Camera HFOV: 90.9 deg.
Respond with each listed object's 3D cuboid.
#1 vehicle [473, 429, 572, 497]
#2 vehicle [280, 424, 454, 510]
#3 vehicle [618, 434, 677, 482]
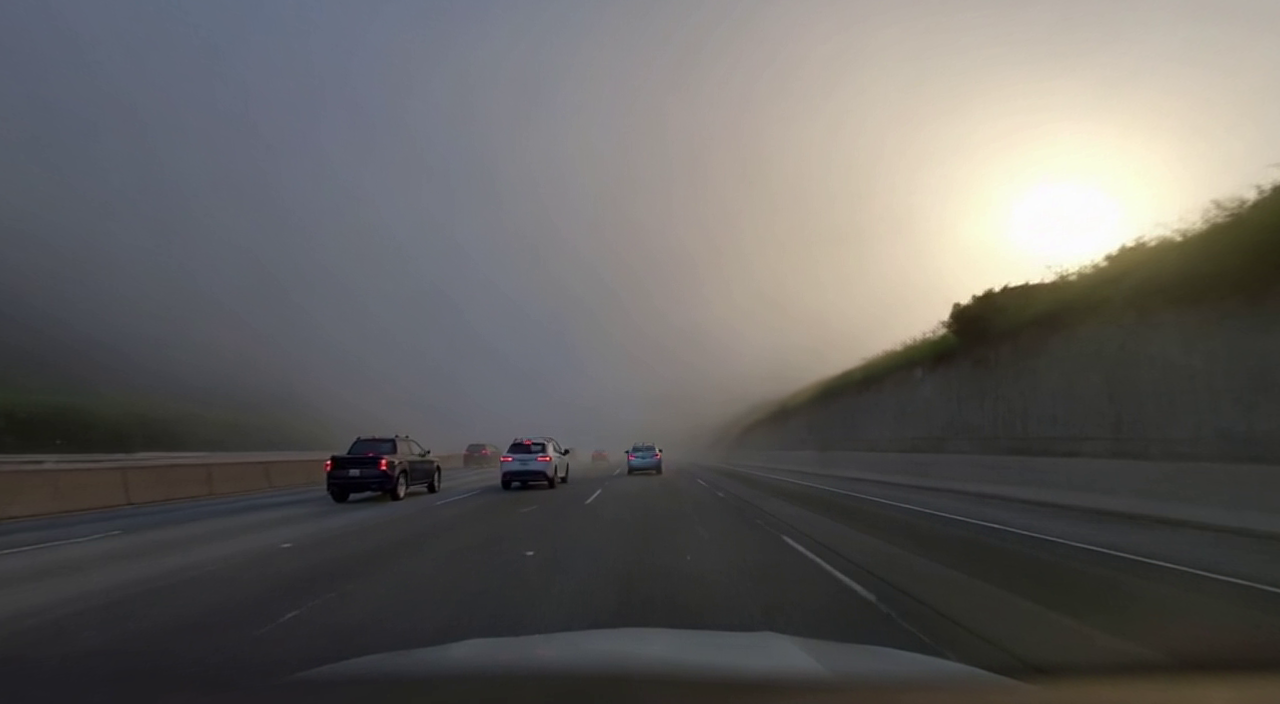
[{"bbox_3d":[-3.433,3.354,19.395,2.093,1.820,4.506,0,-9,1],"label":"vehicle"},{"bbox_3d":[-6.790,2.930,16.544,2.108,1.856,5.214,0,-9,2],"label":"vehicle"},{"bbox_3d":[0.264,4.381,26.208,2.233,1.804,4.273,0,-9,0],"label":"vehicle"}]
